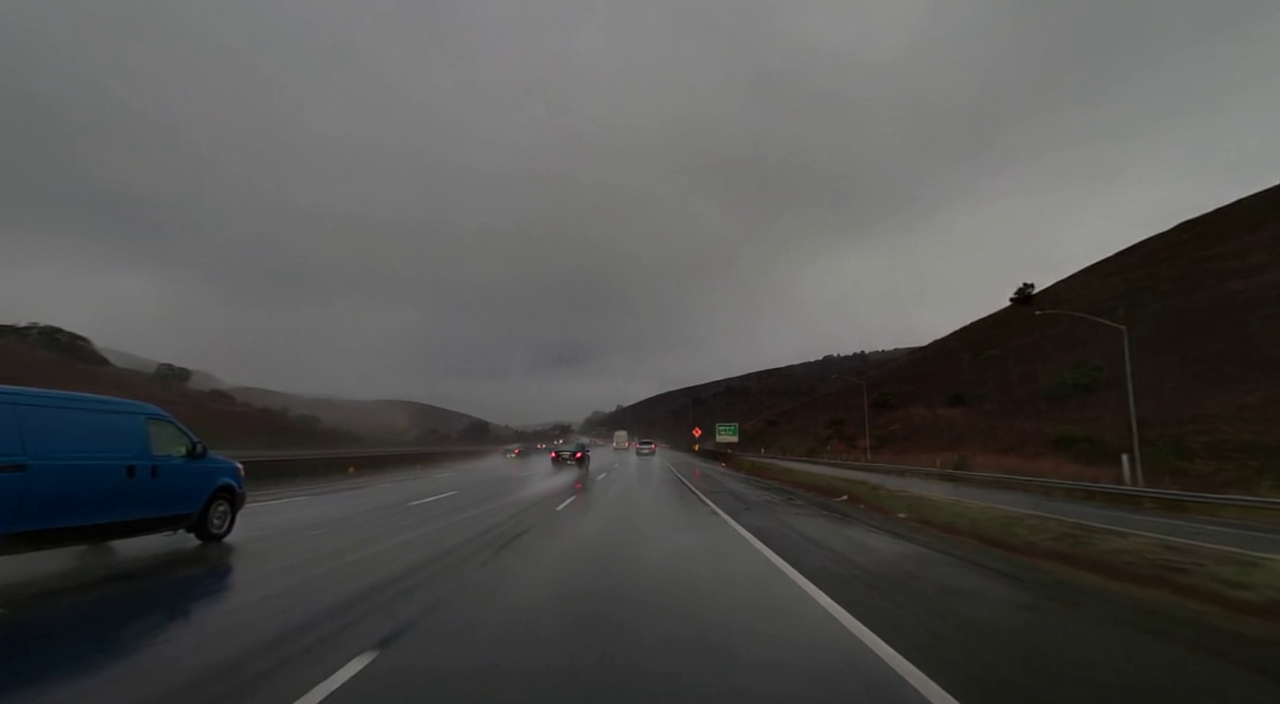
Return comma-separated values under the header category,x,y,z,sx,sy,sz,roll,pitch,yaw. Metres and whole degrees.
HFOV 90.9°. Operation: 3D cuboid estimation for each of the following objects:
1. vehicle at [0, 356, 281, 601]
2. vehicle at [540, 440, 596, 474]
category,x,y,z,sx,sy,sz,roll,pitch,yaw
vehicle,-6.841,1.316,6.883,2.437,2.135,5.643,0,-8,1
vehicle,-3.387,5.038,30.599,2.080,1.505,4.649,0,-8,1
